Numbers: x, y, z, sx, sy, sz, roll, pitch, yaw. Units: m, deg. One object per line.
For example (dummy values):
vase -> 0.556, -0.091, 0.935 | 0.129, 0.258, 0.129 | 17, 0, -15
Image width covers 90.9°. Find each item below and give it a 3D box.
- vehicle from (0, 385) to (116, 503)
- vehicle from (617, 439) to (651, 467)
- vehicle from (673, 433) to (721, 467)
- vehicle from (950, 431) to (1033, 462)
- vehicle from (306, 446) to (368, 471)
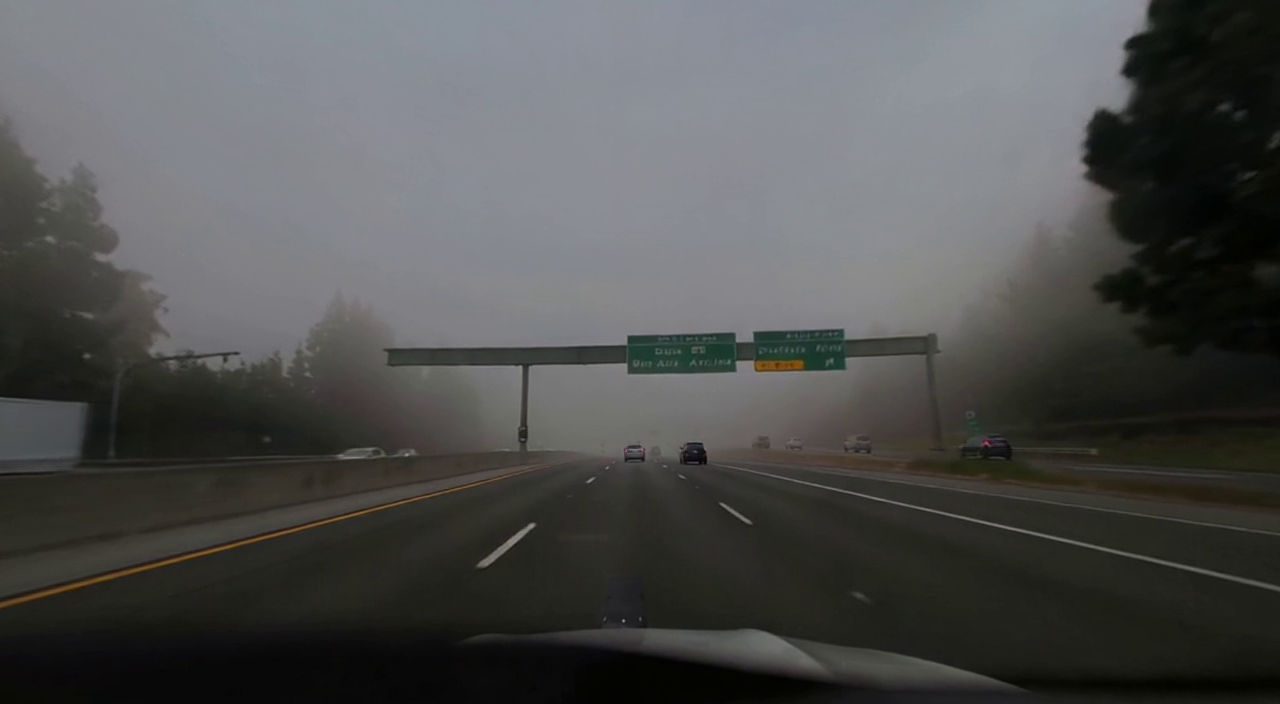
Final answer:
vehicle -> -18.923, 2.282, 15.573 | 2.742, 3.208, 10.824 | 0, -8, 0
vehicle -> -0.374, 6.586, 41.297 | 2.105, 1.711, 4.293 | 0, -8, 0
vehicle -> 3.686, 6.453, 41.690 | 2.505, 2.020, 5.532 | 0, -8, -1
vehicle -> 18.002, 4.861, 32.540 | 1.872, 1.459, 4.502 | -1, -8, 3
vehicle -> -19.148, 6.718, 40.075 | 1.835, 1.508, 4.220 | 0, -8, 0
